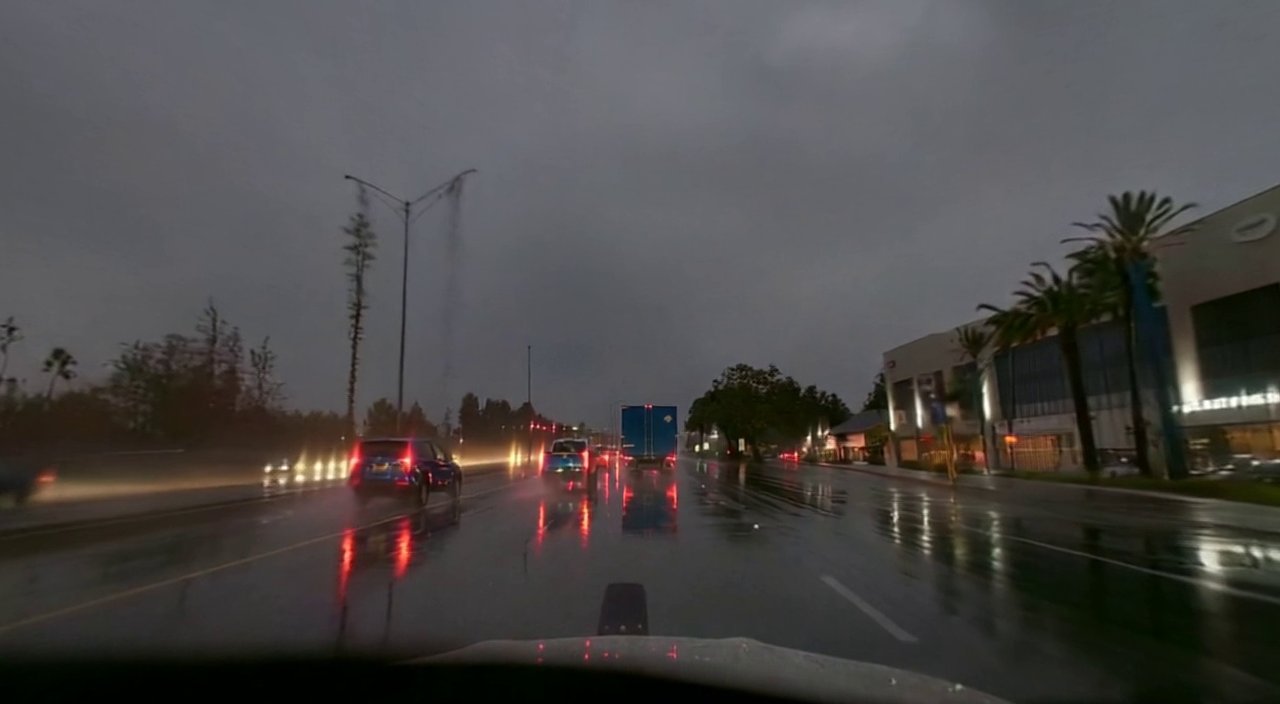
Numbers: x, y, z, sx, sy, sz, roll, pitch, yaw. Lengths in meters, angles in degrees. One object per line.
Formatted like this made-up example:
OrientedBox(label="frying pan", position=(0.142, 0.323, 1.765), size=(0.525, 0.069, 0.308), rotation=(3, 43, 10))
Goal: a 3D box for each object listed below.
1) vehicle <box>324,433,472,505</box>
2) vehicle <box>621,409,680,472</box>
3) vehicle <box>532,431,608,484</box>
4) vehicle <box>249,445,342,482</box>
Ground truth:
OrientedBox(label="vehicle", position=(-6.220, 3.051, 16.846), size=(2.045, 1.630, 4.680), rotation=(0, -9, 1))
OrientedBox(label="vehicle", position=(0.602, 5.040, 35.646), size=(2.993, 3.235, 6.692), rotation=(0, -9, 1))
OrientedBox(label="vehicle", position=(-2.549, 4.009, 24.195), size=(2.178, 1.826, 4.933), rotation=(0, -9, 2))
OrientedBox(label="vehicle", position=(-17.844, 5.771, 32.844), size=(2.108, 1.761, 4.664), rotation=(0, -9, 1))
